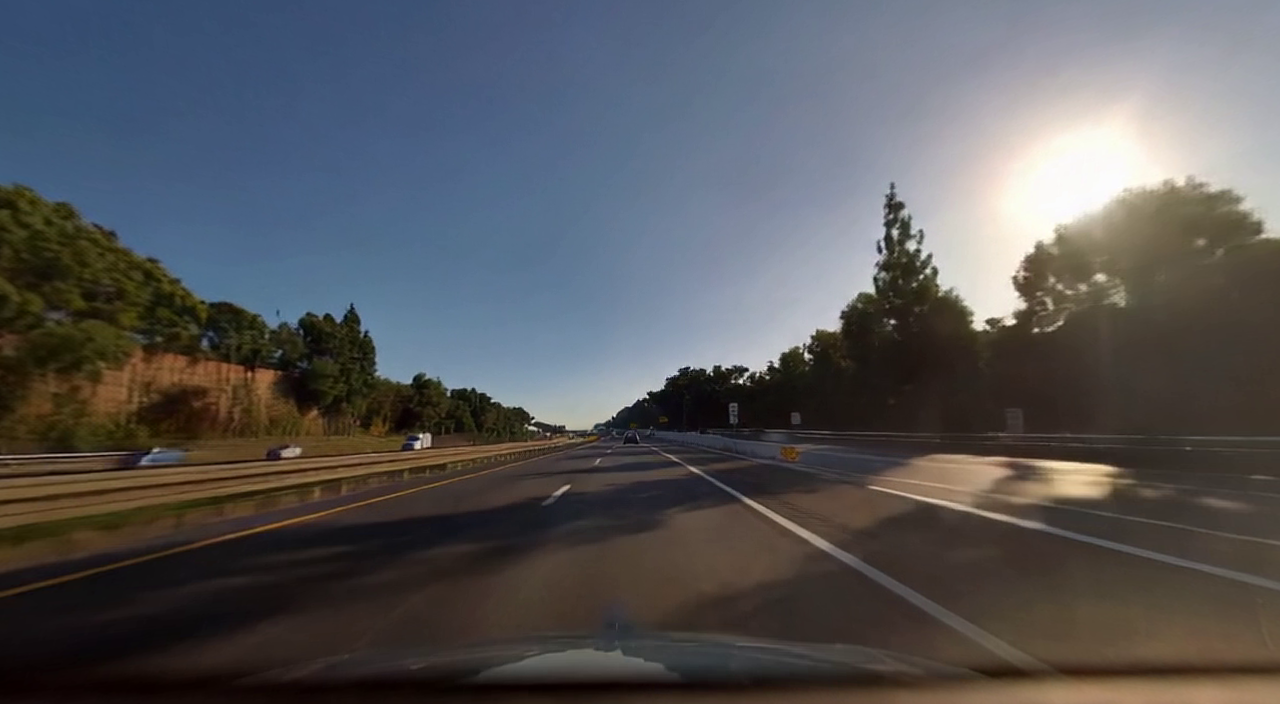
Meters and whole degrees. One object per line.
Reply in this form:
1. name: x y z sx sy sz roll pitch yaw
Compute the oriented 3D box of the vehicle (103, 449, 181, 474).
1. vehicle: -31.014 6.821 39.406 1.730 1.421 3.981 0 -8 -2
